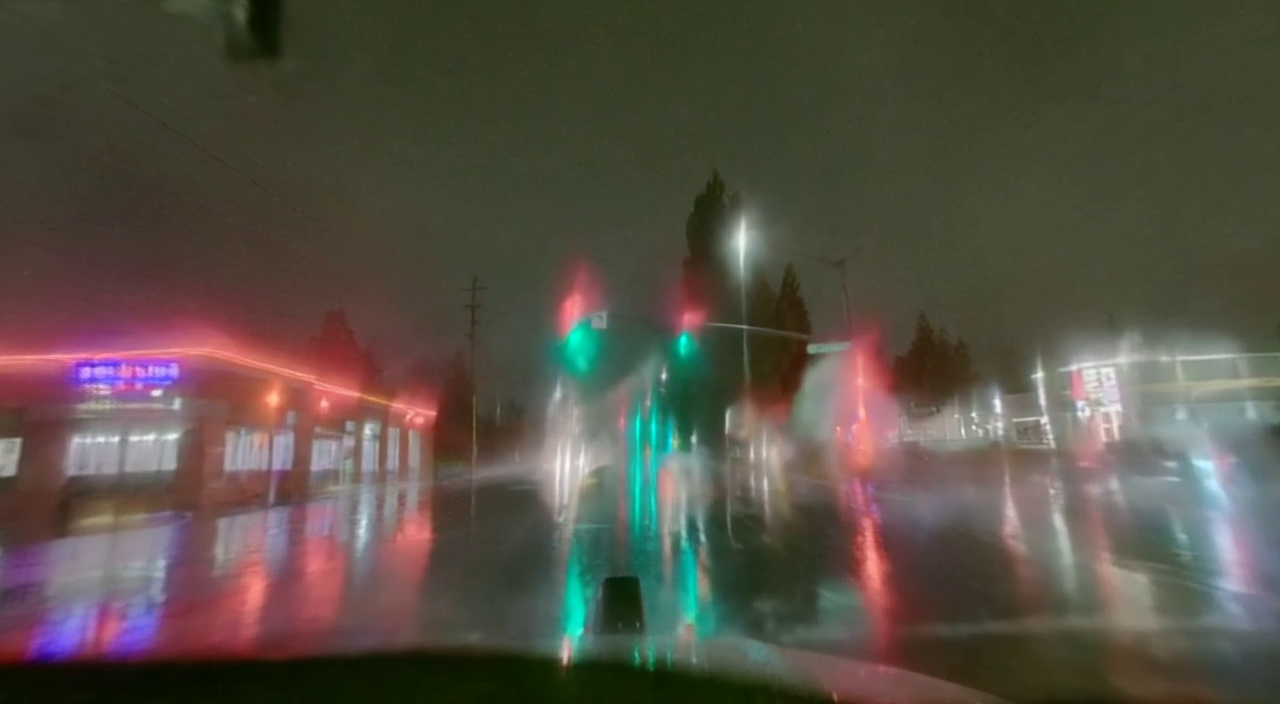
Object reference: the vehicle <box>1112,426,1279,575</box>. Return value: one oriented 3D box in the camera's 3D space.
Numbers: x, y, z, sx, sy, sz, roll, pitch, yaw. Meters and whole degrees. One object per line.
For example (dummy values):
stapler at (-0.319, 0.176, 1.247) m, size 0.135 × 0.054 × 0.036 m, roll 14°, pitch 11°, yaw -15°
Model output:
vehicle at (7.982, 1.736, 8.010) m, size 4.610 × 1.470 × 2.064 m, roll 7°, pitch -11°, yaw -40°
